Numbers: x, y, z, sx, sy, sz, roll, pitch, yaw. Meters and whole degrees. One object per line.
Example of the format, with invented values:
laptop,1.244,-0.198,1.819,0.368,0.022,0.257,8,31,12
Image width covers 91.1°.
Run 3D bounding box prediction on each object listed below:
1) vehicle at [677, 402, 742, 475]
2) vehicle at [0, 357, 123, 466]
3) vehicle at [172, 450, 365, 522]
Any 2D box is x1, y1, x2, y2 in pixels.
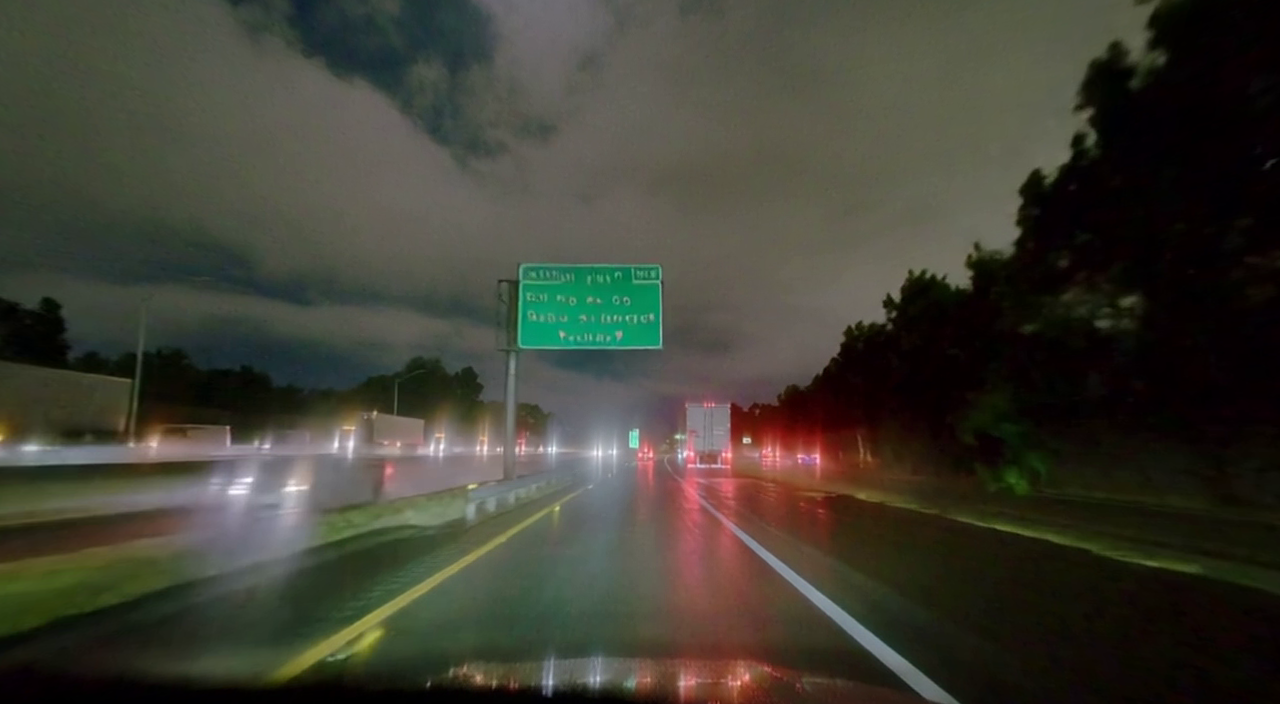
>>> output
vehicle,4.356,5.921,42.414,3.185,4.154,12.638,-1,-9,1
vehicle,-26.128,2.052,22.649,2.942,4.127,14.124,0,-9,0
vehicle,-8.610,3.102,15.167,1.867,1.438,4.553,0,-9,0
